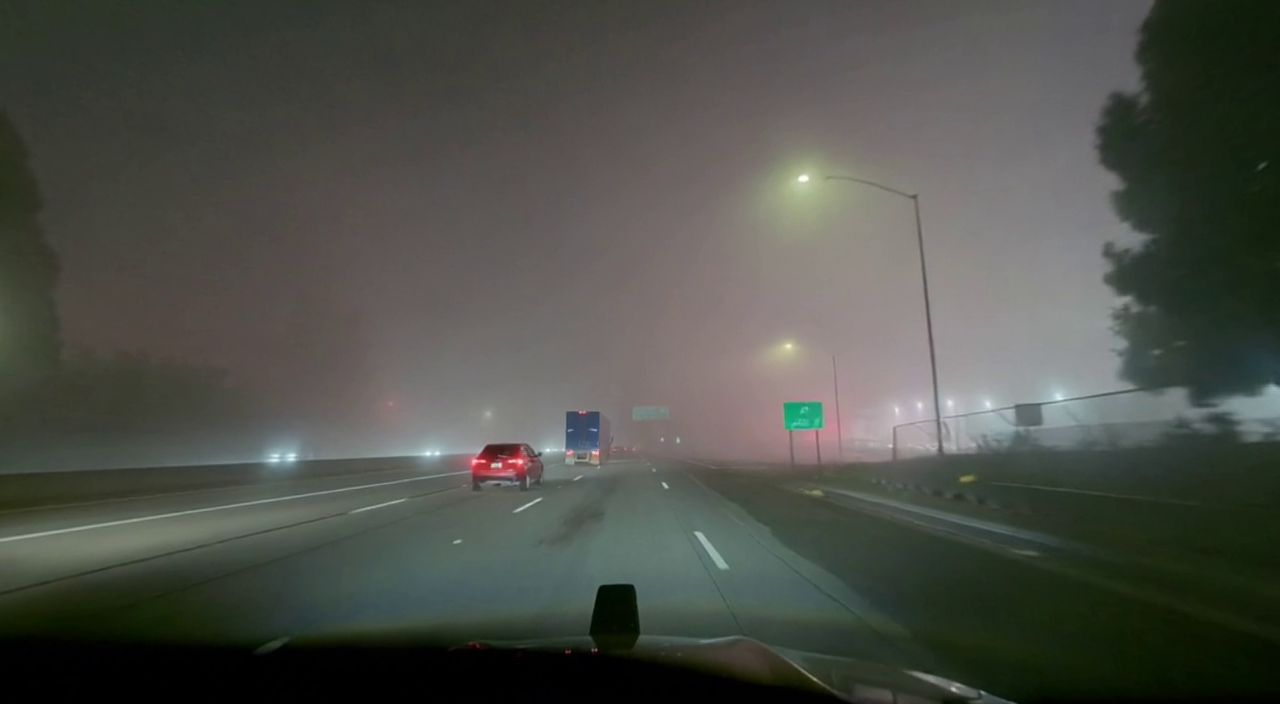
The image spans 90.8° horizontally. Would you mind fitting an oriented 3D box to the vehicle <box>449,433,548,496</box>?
[{"bbox_3d":[-4.097,3.341,19.068,2.033,1.669,4.112,0,-9,0],"label":"vehicle"}]
